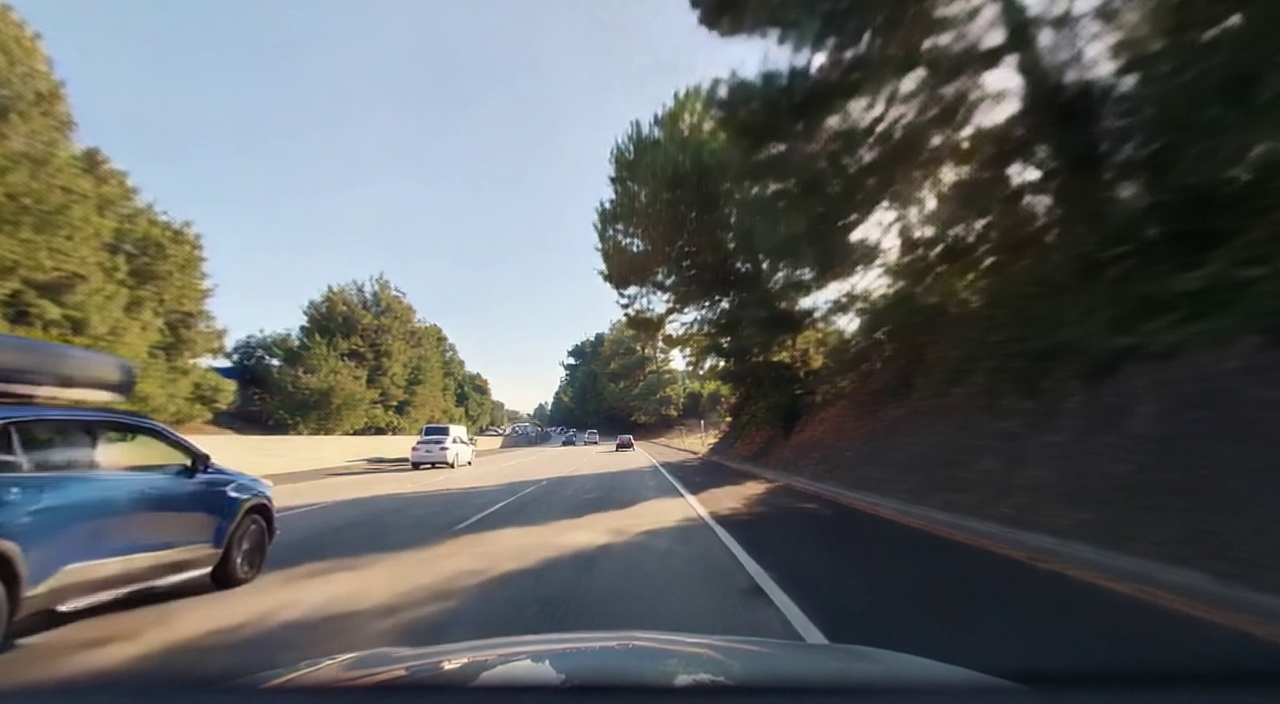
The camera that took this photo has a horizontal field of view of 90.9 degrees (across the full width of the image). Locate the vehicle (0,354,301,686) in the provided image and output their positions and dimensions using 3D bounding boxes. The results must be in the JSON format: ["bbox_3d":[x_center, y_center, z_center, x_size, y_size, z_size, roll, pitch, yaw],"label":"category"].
[{"bbox_3d":[-4.442,0.977,3.980,2.069,1.748,4.652,0,-8,-1],"label":"vehicle"}]

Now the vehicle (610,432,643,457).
[{"bbox_3d":[-0.921,6.405,43.763,2.178,1.658,3.916,0,-7,-1],"label":"vehicle"}]

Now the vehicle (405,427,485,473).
[{"bbox_3d":[-8.042,4.062,26.420,1.964,1.745,4.338,0,-7,0],"label":"vehicle"}]
